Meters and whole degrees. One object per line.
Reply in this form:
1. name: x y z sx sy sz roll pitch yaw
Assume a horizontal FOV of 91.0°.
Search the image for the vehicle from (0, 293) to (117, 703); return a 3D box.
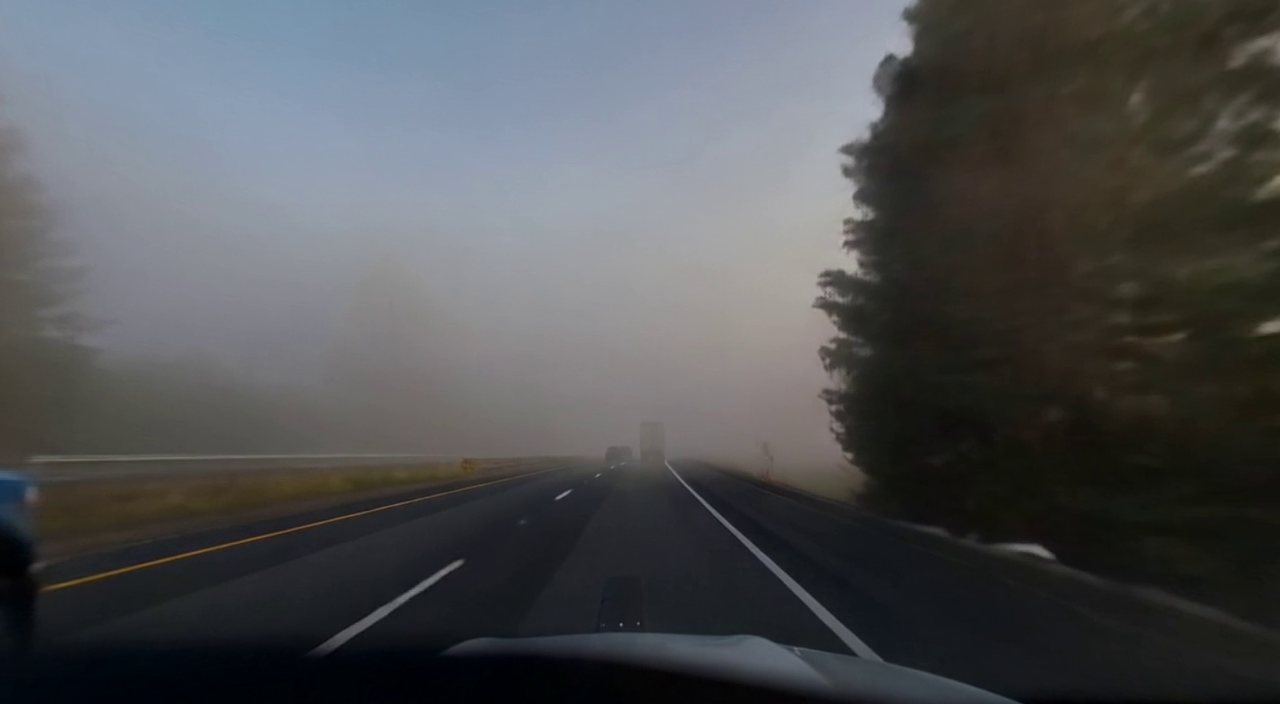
1. vehicle: -3.920 0.357 0.704 2.295 1.815 4.983 0 -9 1
